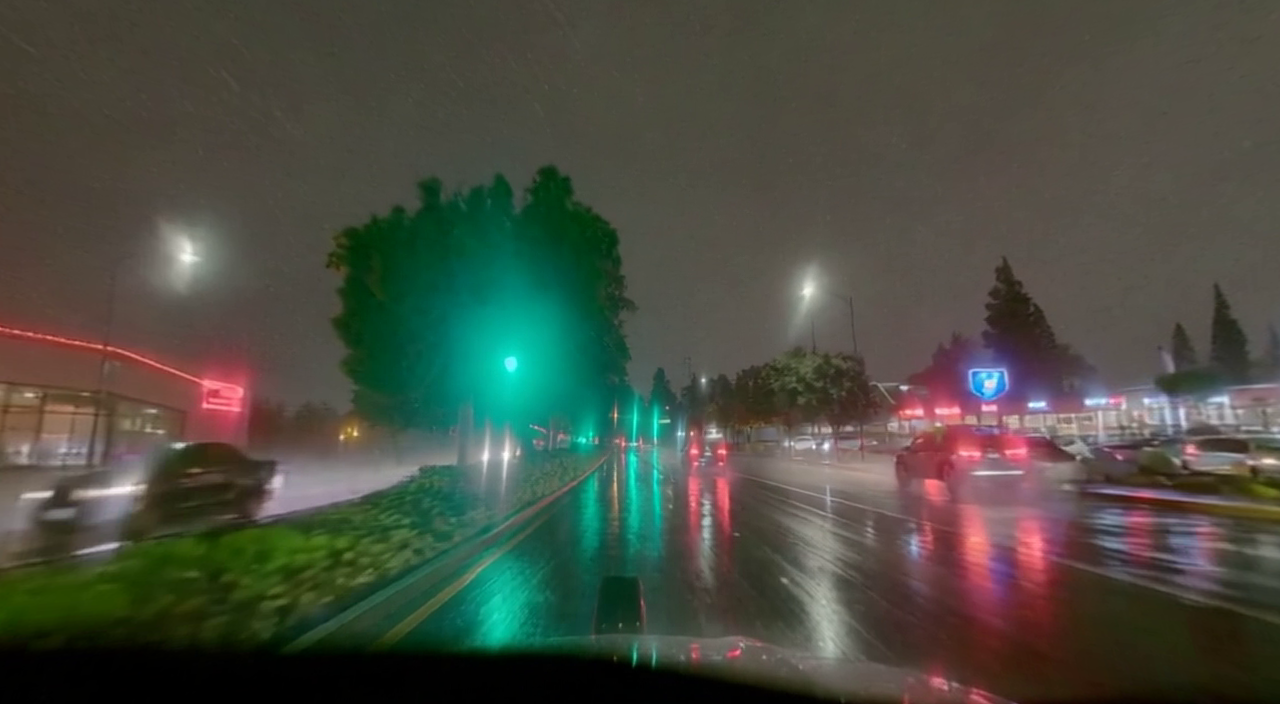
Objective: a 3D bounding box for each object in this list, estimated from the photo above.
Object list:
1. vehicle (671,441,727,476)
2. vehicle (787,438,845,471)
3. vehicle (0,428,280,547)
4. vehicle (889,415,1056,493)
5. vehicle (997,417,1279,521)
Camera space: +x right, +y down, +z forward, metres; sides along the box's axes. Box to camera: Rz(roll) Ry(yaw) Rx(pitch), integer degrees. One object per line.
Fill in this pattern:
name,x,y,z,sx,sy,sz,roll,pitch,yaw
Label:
vehicle,2.653,4.928,29.442,2.099,1.463,4.365,0,-8,-1
vehicle,10.233,6.000,37.189,1.987,1.746,4.569,0,-8,-2
vehicle,-8.520,2.176,10.866,2.023,1.579,4.526,0,-8,-1
vehicle,10.266,3.228,20.261,2.154,2.099,5.756,0,-8,-1
vehicle,10.270,2.440,13.727,2.045,1.831,5.000,0,-8,0
